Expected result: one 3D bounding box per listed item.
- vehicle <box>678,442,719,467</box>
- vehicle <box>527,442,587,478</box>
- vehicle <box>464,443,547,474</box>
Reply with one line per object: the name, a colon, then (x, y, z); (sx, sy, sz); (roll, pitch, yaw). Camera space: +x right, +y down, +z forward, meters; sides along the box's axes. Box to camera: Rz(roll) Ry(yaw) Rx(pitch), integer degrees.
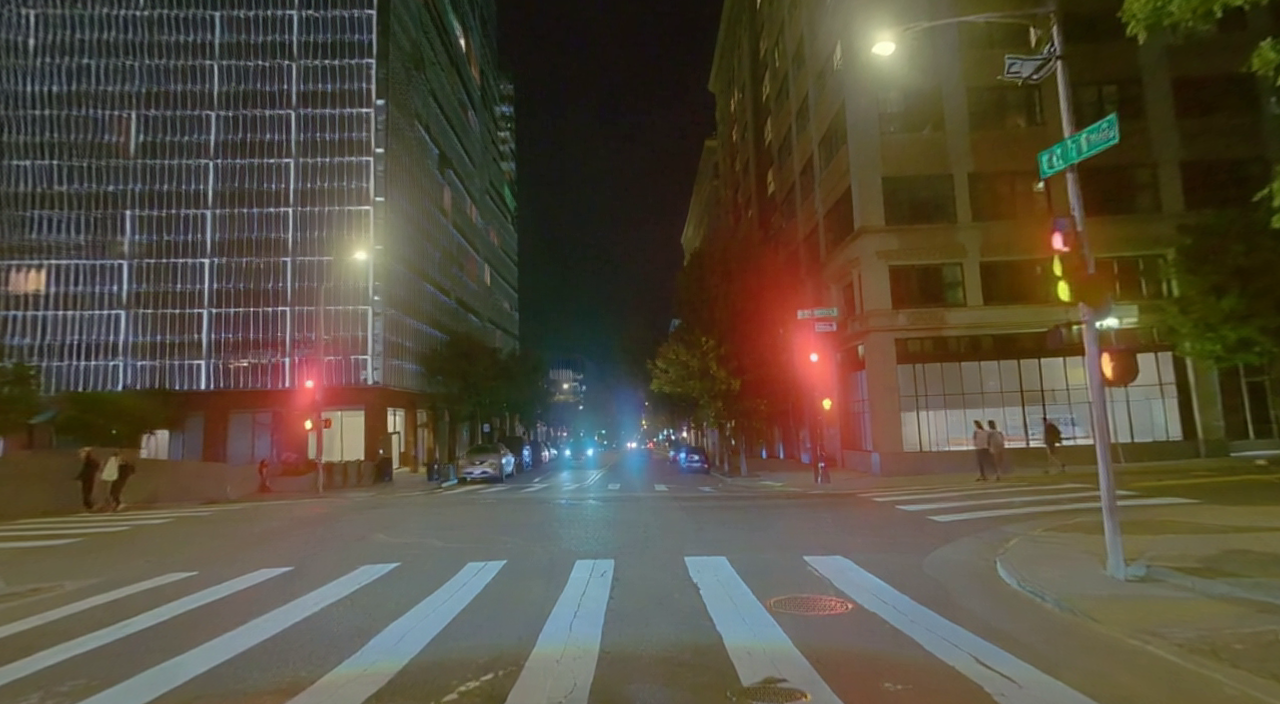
vehicle: (3.543, 6.279, 38.855); (1.853, 1.426, 4.160); (1, -8, -3)
vehicle: (-3.662, 4.819, 28.494); (1.989, 1.481, 4.500); (0, -8, 1)
vehicle: (-8.029, 6.375, 38.005); (4.526, 1.726, 1.963); (8, -12, -44)
